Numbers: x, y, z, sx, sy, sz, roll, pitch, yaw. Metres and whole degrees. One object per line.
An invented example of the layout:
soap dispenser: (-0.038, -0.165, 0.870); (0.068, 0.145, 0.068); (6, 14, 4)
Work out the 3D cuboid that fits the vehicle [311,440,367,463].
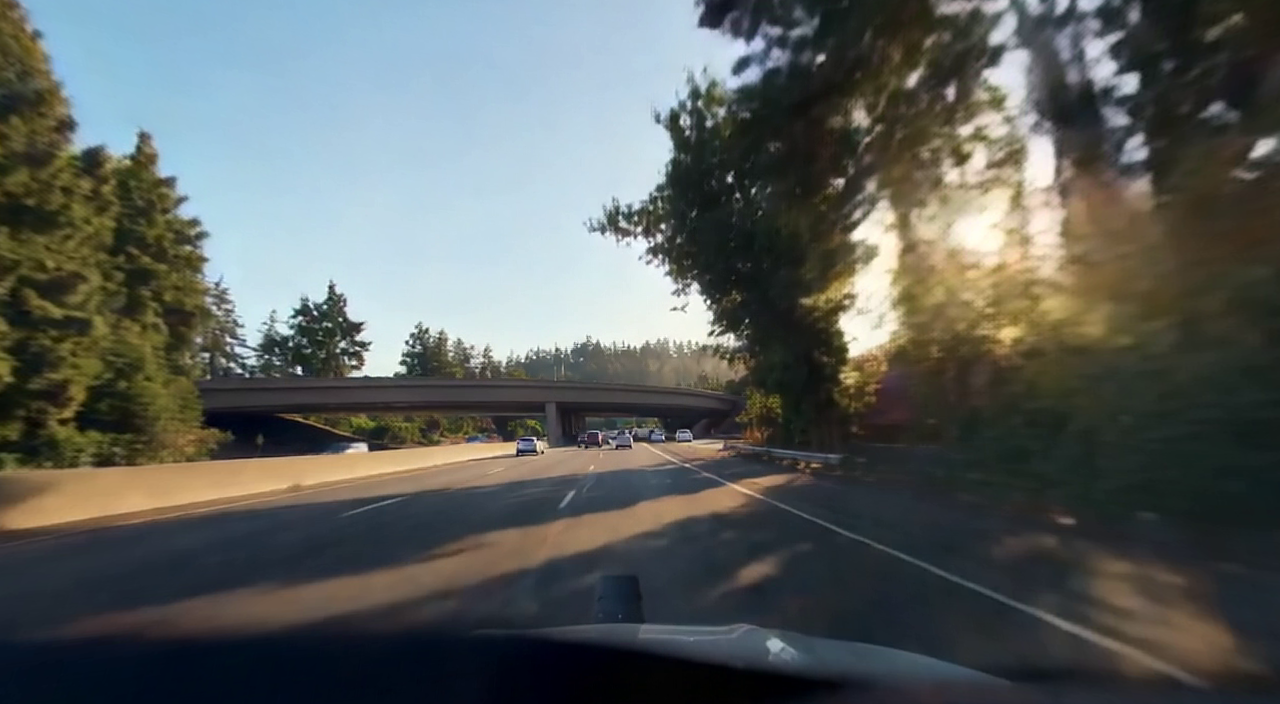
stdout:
vehicle: (-20.851, 6.903, 43.737); (1.848, 1.457, 4.428); (0, -8, -2)
